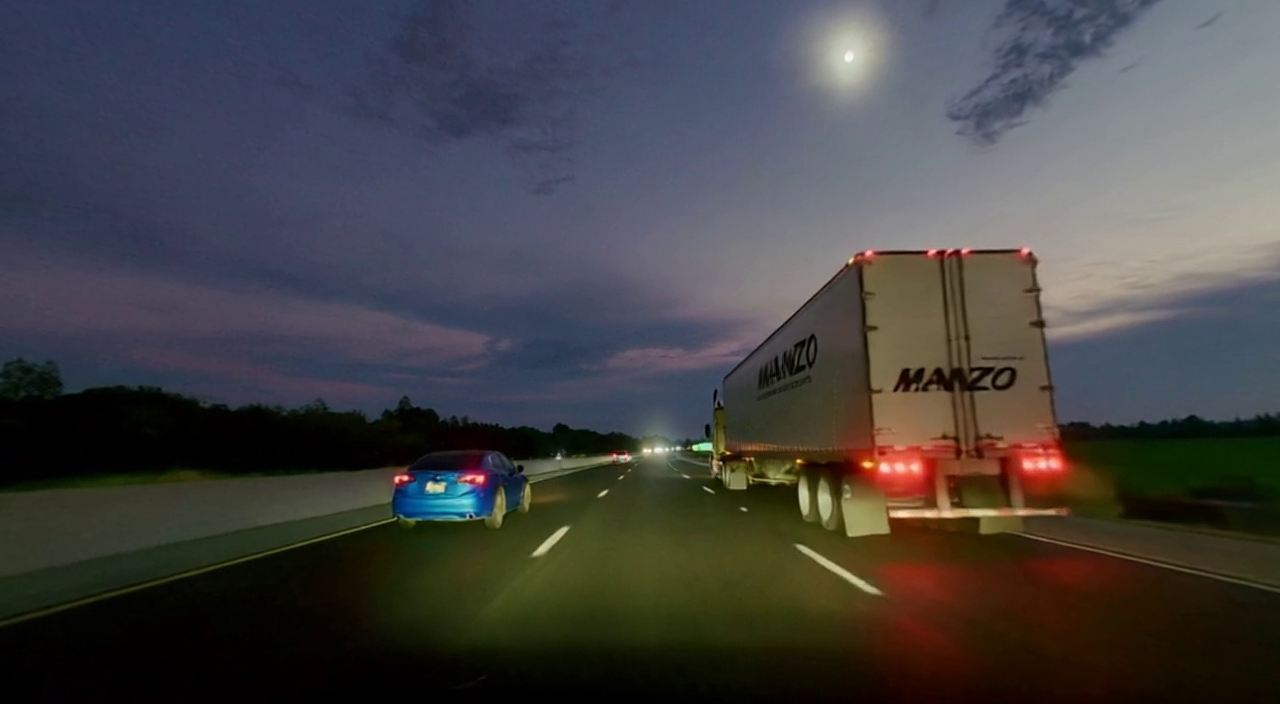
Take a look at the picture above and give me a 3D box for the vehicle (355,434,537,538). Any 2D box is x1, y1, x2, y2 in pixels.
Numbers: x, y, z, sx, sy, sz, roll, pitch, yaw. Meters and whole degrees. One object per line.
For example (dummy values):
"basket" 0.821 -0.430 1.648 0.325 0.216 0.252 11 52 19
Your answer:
"vehicle" -3.258 2.339 11.634 1.945 1.537 4.294 0 -9 1

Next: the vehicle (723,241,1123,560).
"vehicle" 4.405 1.599 14.874 2.832 4.034 13.924 0 -9 -1
